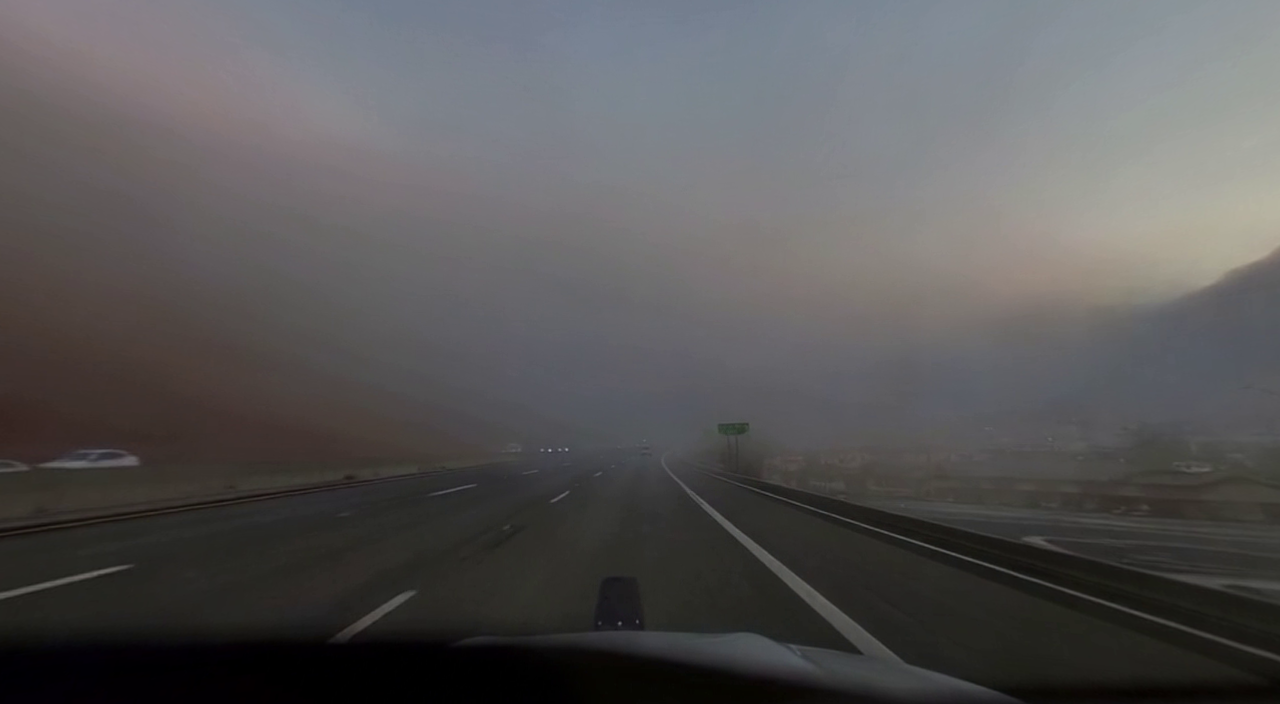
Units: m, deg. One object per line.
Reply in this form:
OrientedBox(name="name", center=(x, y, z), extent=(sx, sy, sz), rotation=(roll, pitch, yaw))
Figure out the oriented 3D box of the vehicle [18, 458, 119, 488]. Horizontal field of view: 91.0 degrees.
OrientedBox(name="vehicle", center=(-35.957, 7.607, 39.781), extent=(1.983, 1.693, 4.596), rotation=(0, -9, 1))
